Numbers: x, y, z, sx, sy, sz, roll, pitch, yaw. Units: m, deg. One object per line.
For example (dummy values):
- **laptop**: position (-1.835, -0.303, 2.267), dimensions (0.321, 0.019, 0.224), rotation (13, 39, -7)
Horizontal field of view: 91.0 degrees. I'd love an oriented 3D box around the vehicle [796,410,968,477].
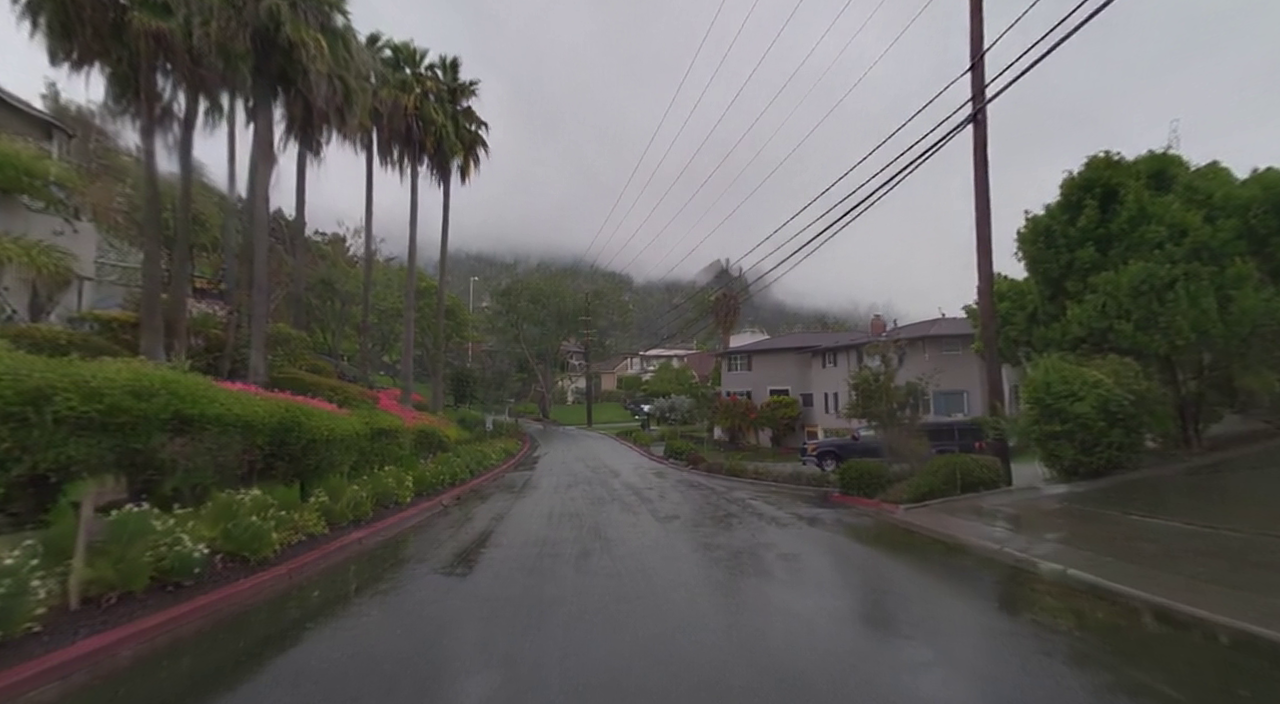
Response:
- **vehicle**: position (8.362, 3.208, 21.707), dimensions (5.663, 1.913, 2.170), rotation (7, -10, -24)
